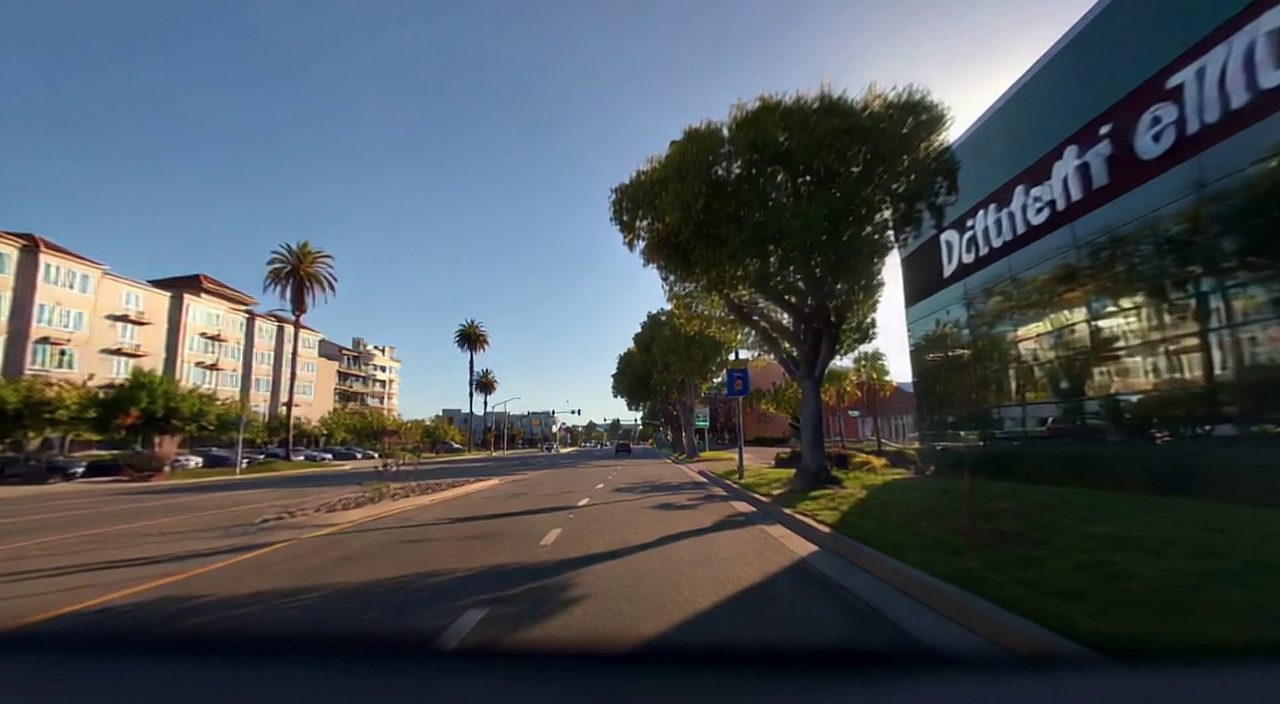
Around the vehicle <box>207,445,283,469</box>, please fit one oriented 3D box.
[{"bbox_3d":[-29.382,7.804,46.779,4.463,1.497,1.889,-4,-9,0],"label":"vehicle"}]

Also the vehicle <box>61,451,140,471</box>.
[{"bbox_3d":[-42.762,8.628,49.824,4.490,1.495,1.922,0,-8,2],"label":"vehicle"}]

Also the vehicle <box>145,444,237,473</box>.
[{"bbox_3d":[-29.505,7.019,41.361,4.293,1.529,2.347,-4,-9,0],"label":"vehicle"}]

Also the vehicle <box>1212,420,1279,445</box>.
[{"bbox_3d":[44.946,5.880,45.819,4.409,1.807,1.983,0,-8,-3],"label":"vehicle"}]
